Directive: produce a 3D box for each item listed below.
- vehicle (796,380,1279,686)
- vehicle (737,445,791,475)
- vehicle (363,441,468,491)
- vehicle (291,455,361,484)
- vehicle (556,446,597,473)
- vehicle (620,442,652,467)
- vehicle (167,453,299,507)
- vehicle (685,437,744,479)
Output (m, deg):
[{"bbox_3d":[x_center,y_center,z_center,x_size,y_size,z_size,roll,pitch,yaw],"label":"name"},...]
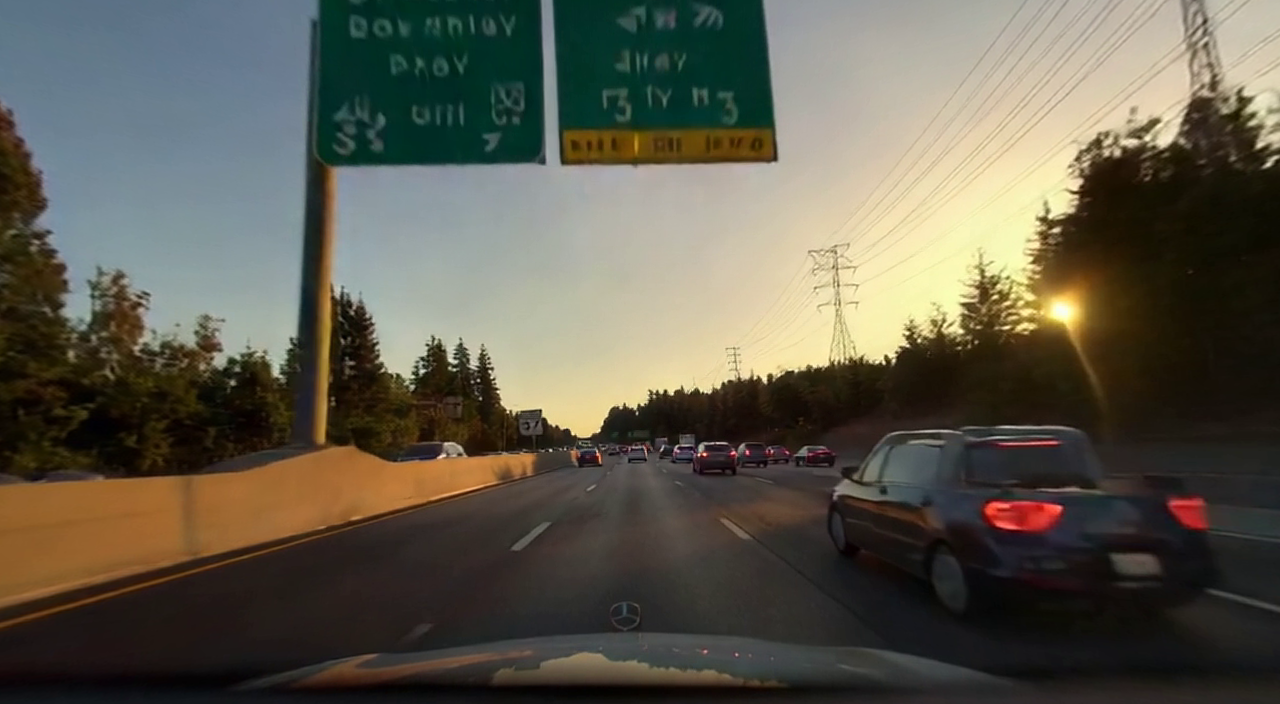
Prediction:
[{"bbox_3d":[3.163,1.372,5.992,2.092,1.723,4.670,0,-9,-1],"label":"vehicle"},{"bbox_3d":[6.744,5.876,34.616,1.909,1.507,4.471,0,-9,-2],"label":"vehicle"},{"bbox_3d":[-8.791,4.489,25.249,2.214,1.737,5.234,0,-9,1],"label":"vehicle"},{"bbox_3d":[-22.939,8.602,46.299,2.159,1.884,5.705,0,-9,0],"label":"vehicle"},{"bbox_3d":[-3.760,6.437,37.958,2.051,1.510,4.373,0,-9,0],"label":"vehicle"},{"bbox_3d":[-0.333,7.868,48.411,2.314,1.796,4.254,0,-9,-1],"label":"vehicle"},{"bbox_3d":[-12.408,3.878,19.494,1.583,1.428,3.716,0,-9,0],"label":"vehicle"},{"bbox_3d":[3.494,5.068,30.360,2.138,1.826,4.783,0,-9,-1],"label":"vehicle"}]
